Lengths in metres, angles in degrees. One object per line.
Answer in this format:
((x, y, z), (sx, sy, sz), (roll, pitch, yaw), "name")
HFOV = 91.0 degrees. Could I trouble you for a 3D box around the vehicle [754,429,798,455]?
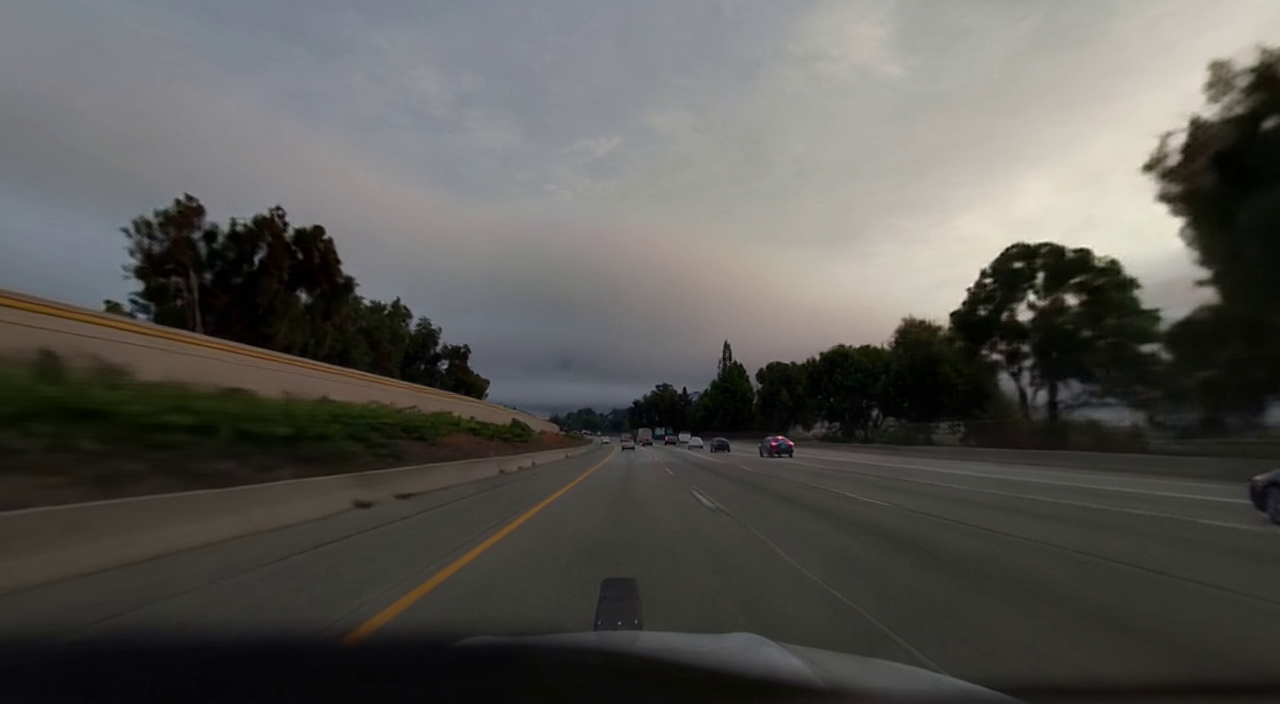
((10.006, 6.690, 46.634), (2.077, 1.763, 4.472), (1, -8, -2), "vehicle")
